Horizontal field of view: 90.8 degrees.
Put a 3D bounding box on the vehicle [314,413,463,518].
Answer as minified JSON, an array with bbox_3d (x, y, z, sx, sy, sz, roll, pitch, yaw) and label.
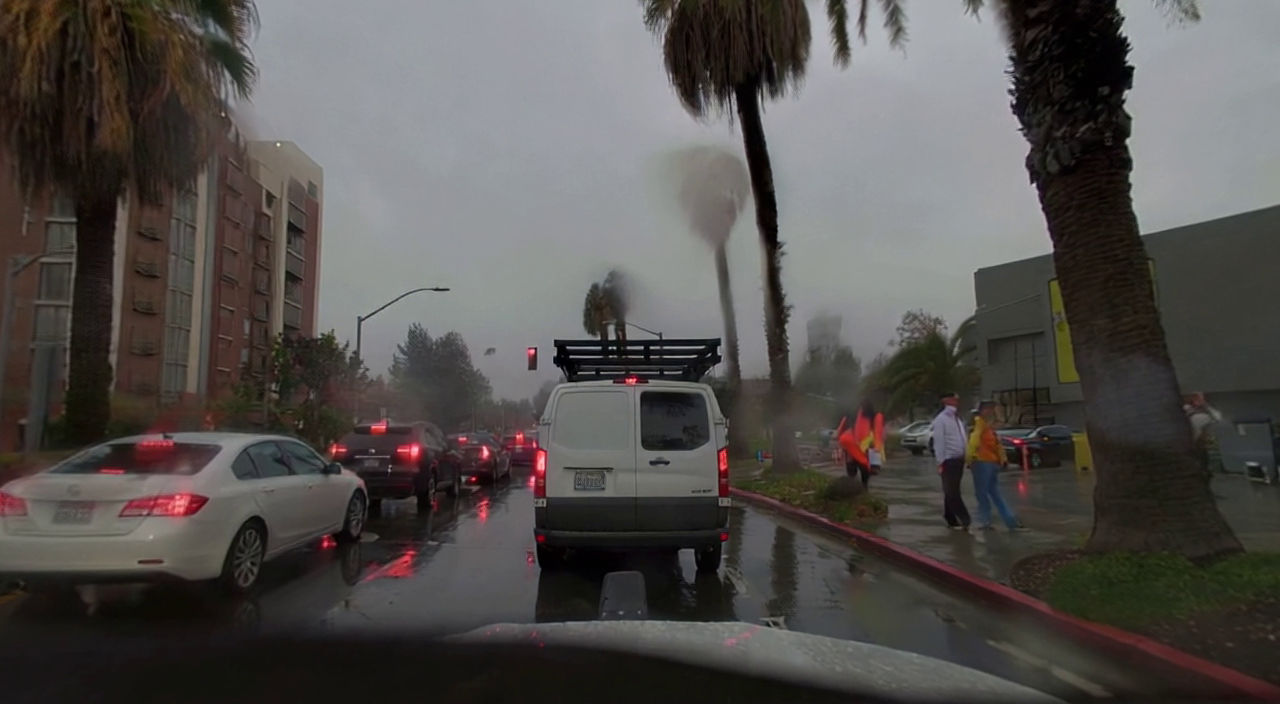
[{"bbox_3d":[-5.213,2.414,13.901,2.089,1.854,5.022,2,-9,-11],"label":"vehicle"}]

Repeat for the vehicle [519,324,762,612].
[{"bbox_3d":[-0.205,1.208,7.181,1.902,2.238,4.263,1,-9,-6],"label":"vehicle"}]

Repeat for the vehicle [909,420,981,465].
[{"bbox_3d":[12.632,3.753,26.052,2.046,1.675,3.924,-6,-10,33],"label":"vehicle"}]

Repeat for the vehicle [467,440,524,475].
[{"bbox_3d":[-6.844,4.889,29.570,1.818,1.479,4.428,4,-9,-22],"label":"vehicle"}]

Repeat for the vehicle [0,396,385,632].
[{"bbox_3d":[-4.404,1.469,6.687,1.986,1.643,4.315,1,-9,-6],"label":"vehicle"}]

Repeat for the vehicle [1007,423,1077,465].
[{"bbox_3d":[15.784,3.617,24.719,2.048,1.475,3.972,-6,-10,34],"label":"vehicle"}]
